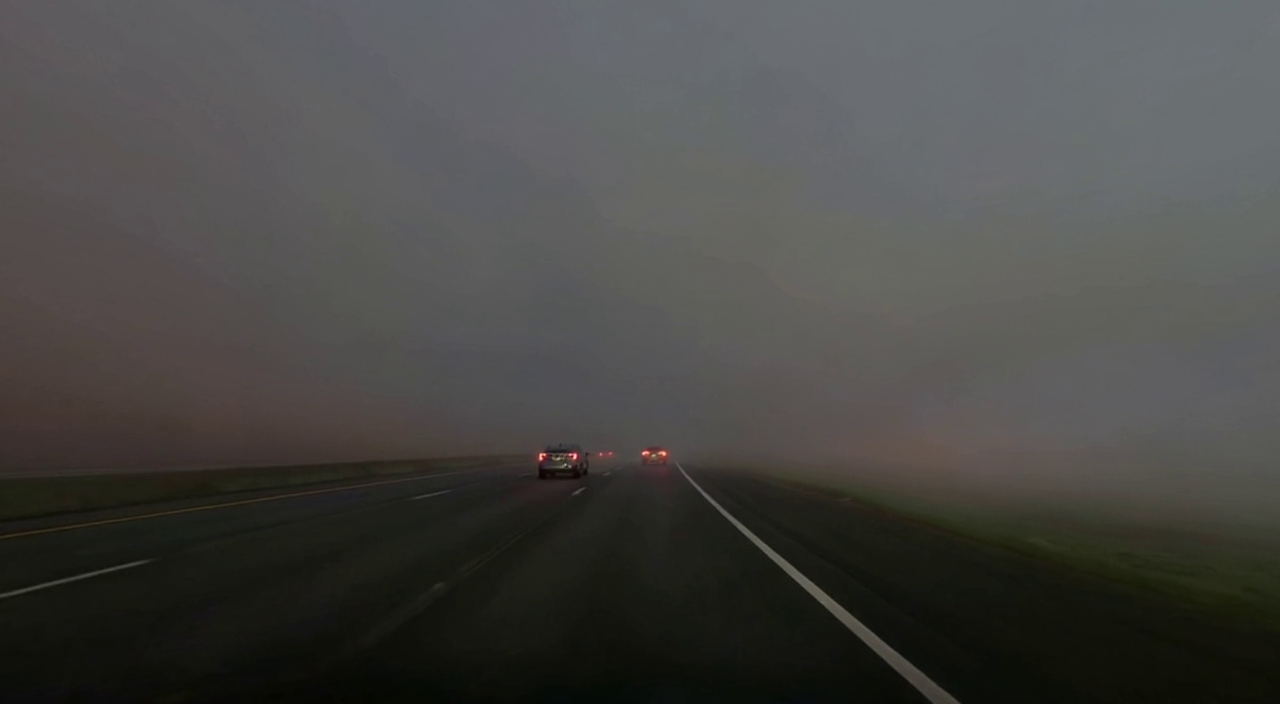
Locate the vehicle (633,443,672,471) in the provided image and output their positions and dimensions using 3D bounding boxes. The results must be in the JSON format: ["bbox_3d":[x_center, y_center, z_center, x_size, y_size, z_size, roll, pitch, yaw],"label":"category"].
[{"bbox_3d":[0.750,6.136,37.008,2.129,1.502,4.321,0,-9,1],"label":"vehicle"}]

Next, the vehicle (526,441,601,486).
[{"bbox_3d":[-2.809,4.231,24.228,2.129,1.563,4.387,-1,-9,3],"label":"vehicle"}]
